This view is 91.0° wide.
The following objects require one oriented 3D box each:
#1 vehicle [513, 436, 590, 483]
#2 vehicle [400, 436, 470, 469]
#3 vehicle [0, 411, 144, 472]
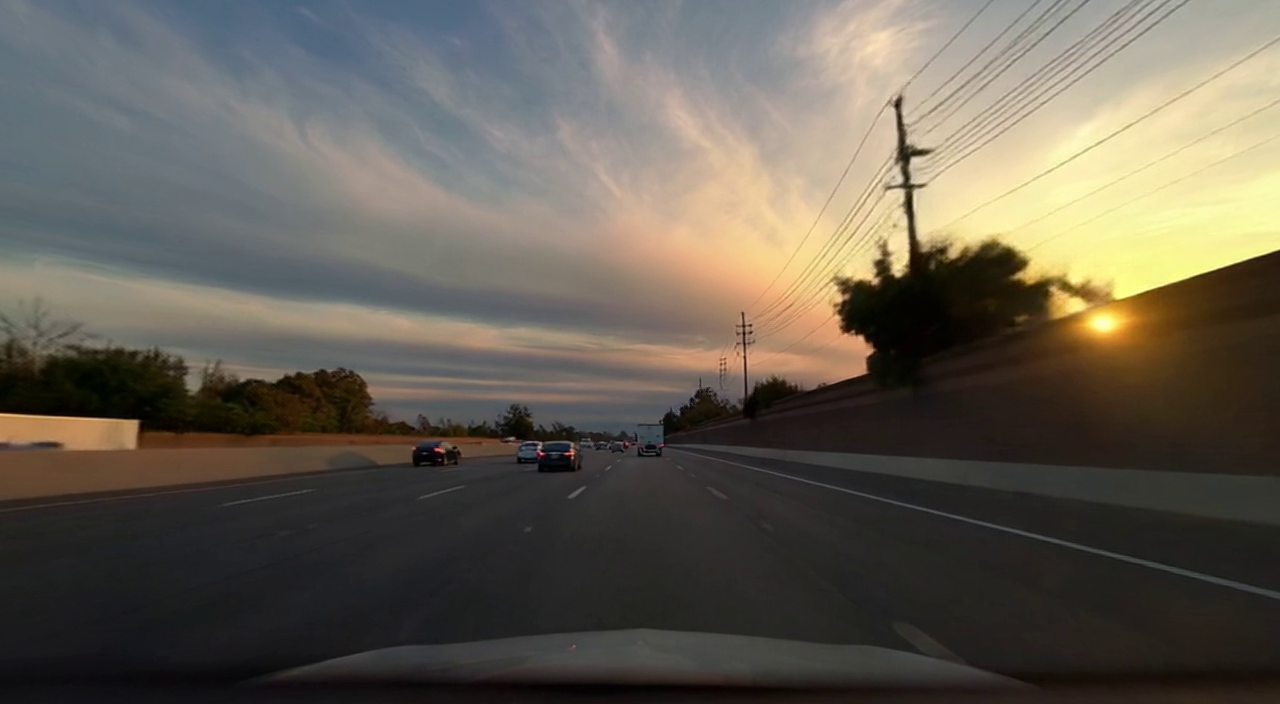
[{"bbox_3d":[-3.123,3.938,23.388,2.045,1.532,4.954,0,-9,1],"label":"vehicle"},{"bbox_3d":[-10.793,5.317,33.531,2.058,1.621,4.739,0,-9,1],"label":"vehicle"},{"bbox_3d":[-44.379,6.522,45.583,2.912,4.085,16.607,0,-9,2],"label":"vehicle"}]
